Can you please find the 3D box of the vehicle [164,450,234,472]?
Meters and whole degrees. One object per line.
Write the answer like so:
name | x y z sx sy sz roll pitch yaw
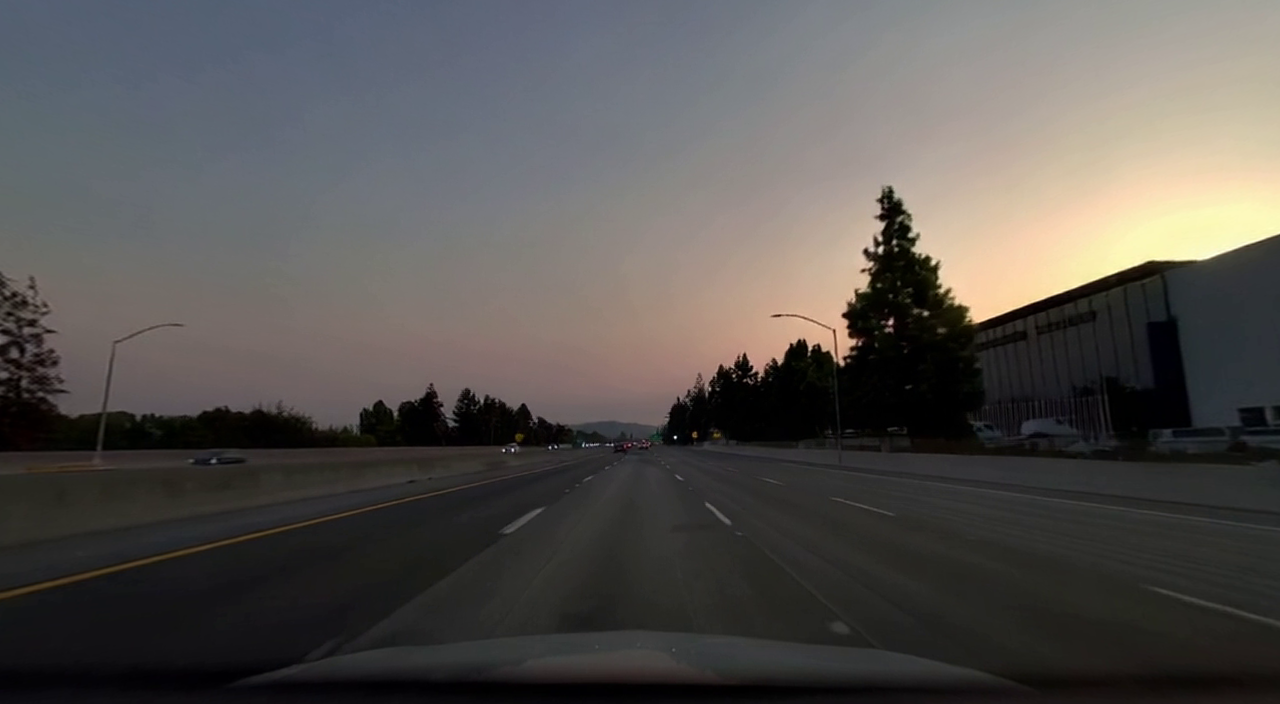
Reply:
vehicle | -32.367 7.963 46.386 1.846 1.509 4.539 0 -9 1
